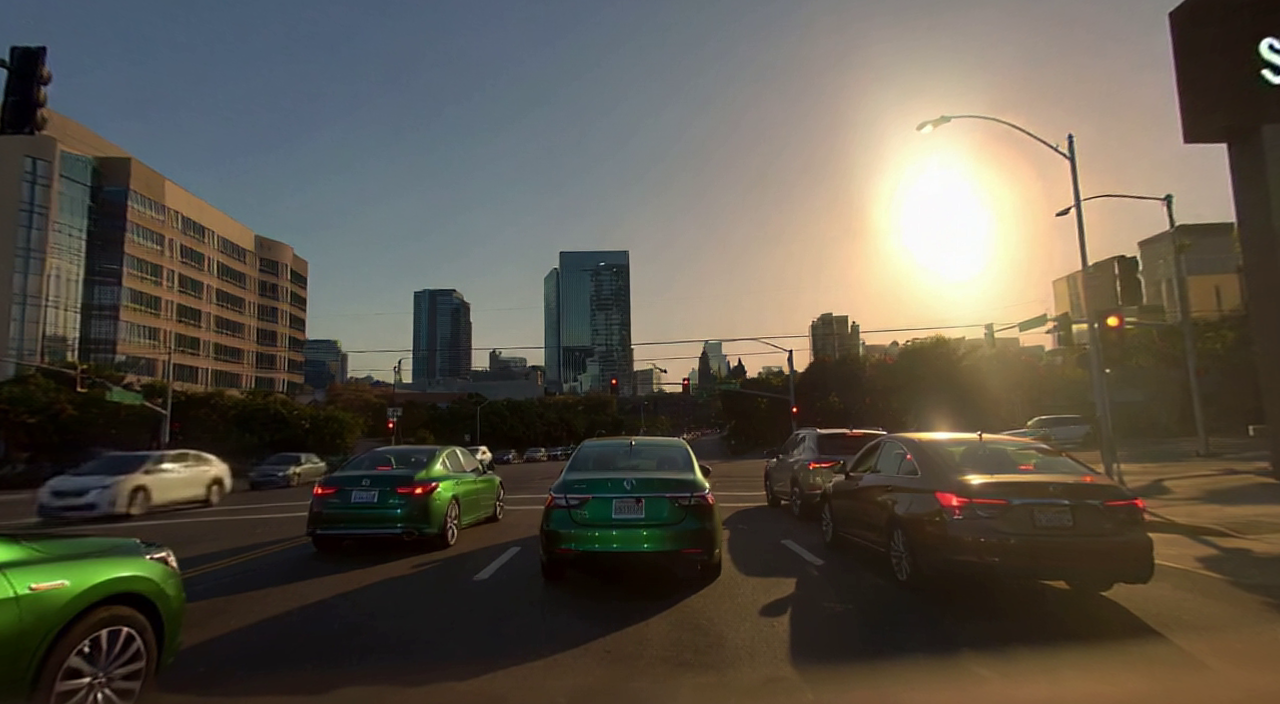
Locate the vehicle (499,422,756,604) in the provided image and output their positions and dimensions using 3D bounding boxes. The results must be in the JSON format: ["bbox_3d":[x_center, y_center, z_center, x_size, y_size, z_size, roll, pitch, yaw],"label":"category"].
[{"bbox_3d":[-0.125,1.650,7.385,2.140,1.499,4.119,0,-8,-1],"label":"vehicle"}]

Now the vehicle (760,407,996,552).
[{"bbox_3d":[3.300,1.864,9.834,1.992,1.744,4.183,0,-8,-1],"label":"vehicle"}]

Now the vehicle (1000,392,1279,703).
[{"bbox_3d":[3.930,0.971,3.106,1.800,1.519,4.198,0,-8,0],"label":"vehicle"}]

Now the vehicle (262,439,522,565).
[{"bbox_3d":[-3.300,2.070,9.546,1.995,1.436,4.373,-1,-8,3],"label":"vehicle"}]

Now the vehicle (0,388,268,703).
[{"bbox_3d":[-3.479,0.840,1.840,2.016,1.547,4.414,0,-8,1],"label":"vehicle"}]
